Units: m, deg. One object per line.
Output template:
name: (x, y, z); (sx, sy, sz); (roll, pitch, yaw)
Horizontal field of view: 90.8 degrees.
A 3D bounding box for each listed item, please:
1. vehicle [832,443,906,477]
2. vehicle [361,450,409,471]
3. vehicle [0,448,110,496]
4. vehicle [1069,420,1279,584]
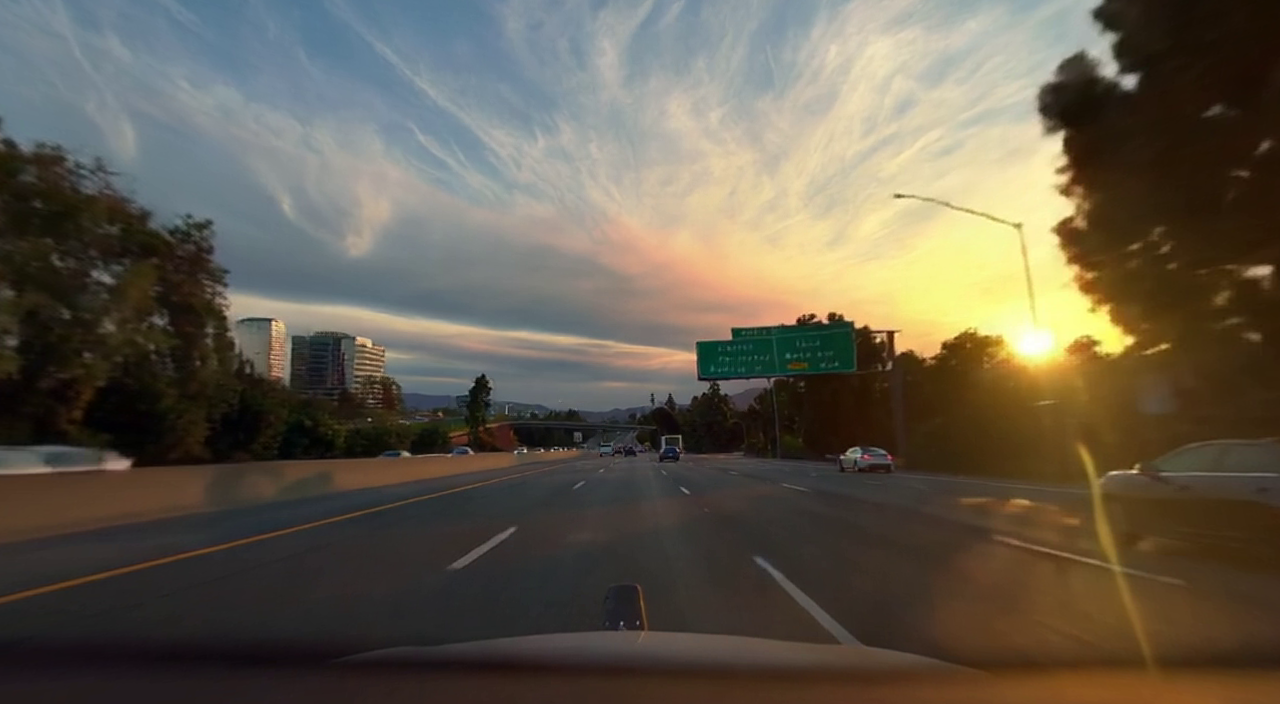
vehicle: (10.811, 5.119, 30.187); (1.878, 1.509, 4.327); (0, -9, 0)
vehicle: (-19.418, 8.278, 48.247); (1.832, 1.484, 4.366); (0, -9, 0)
vehicle: (-23.349, 4.505, 24.084); (1.864, 1.680, 5.079); (0, -9, 0)
vehicle: (6.853, 1.439, 6.206); (1.861, 1.500, 4.860); (0, -9, 0)
